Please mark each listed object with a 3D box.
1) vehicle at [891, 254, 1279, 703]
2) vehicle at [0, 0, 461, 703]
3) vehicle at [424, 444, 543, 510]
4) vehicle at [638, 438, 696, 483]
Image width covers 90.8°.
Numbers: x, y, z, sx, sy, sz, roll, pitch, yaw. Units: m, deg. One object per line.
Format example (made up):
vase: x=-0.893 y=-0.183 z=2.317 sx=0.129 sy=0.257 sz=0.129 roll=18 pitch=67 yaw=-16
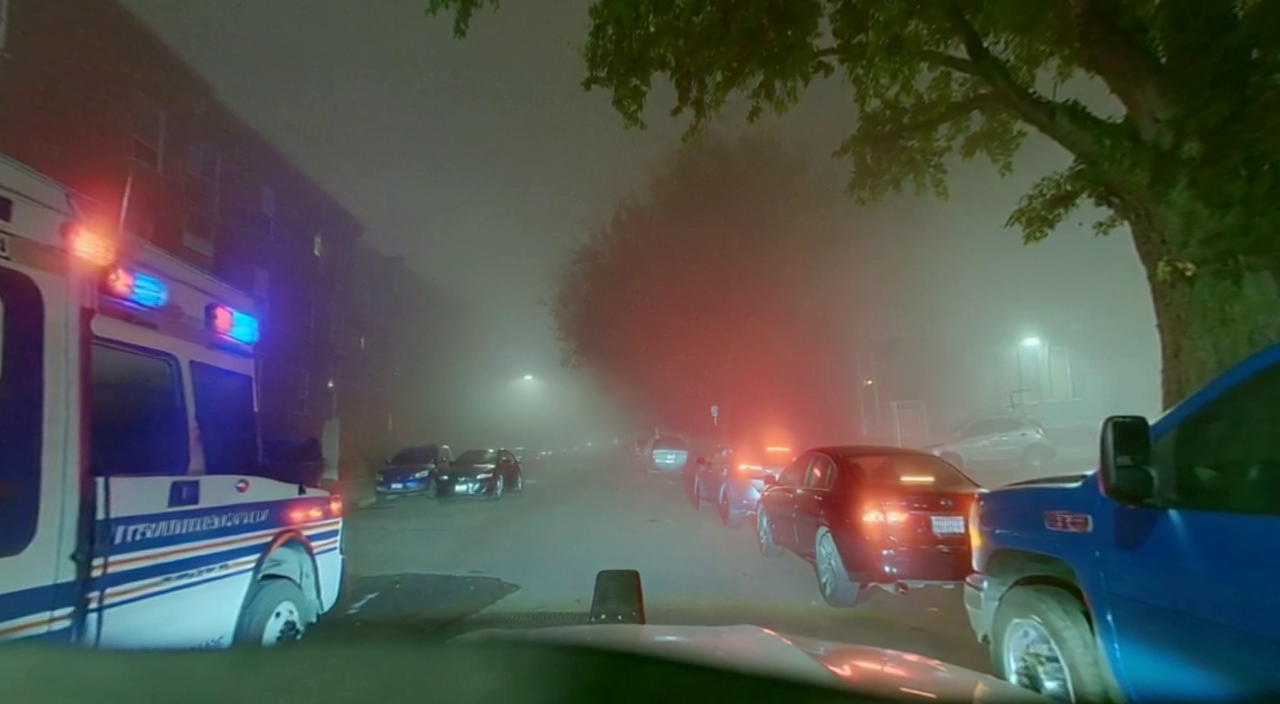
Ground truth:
vehicle: x=2.669 y=0.534 z=0.580 sx=2.369 sy=1.761 sz=5.836 roll=0 pitch=-8 yaw=-1
vehicle: x=-2.657 y=0.204 z=1.326 sx=2.705 sy=2.859 sz=6.875 roll=0 pitch=-8 yaw=-2
vehicle: x=-3.982 y=3.230 z=16.936 sx=1.966 sy=1.515 sz=4.394 roll=0 pitch=-8 yaw=1
vehicle: x=1.026 y=4.425 z=26.034 sx=1.878 sy=1.664 sz=4.033 roll=1 pitch=-8 yaw=-5
